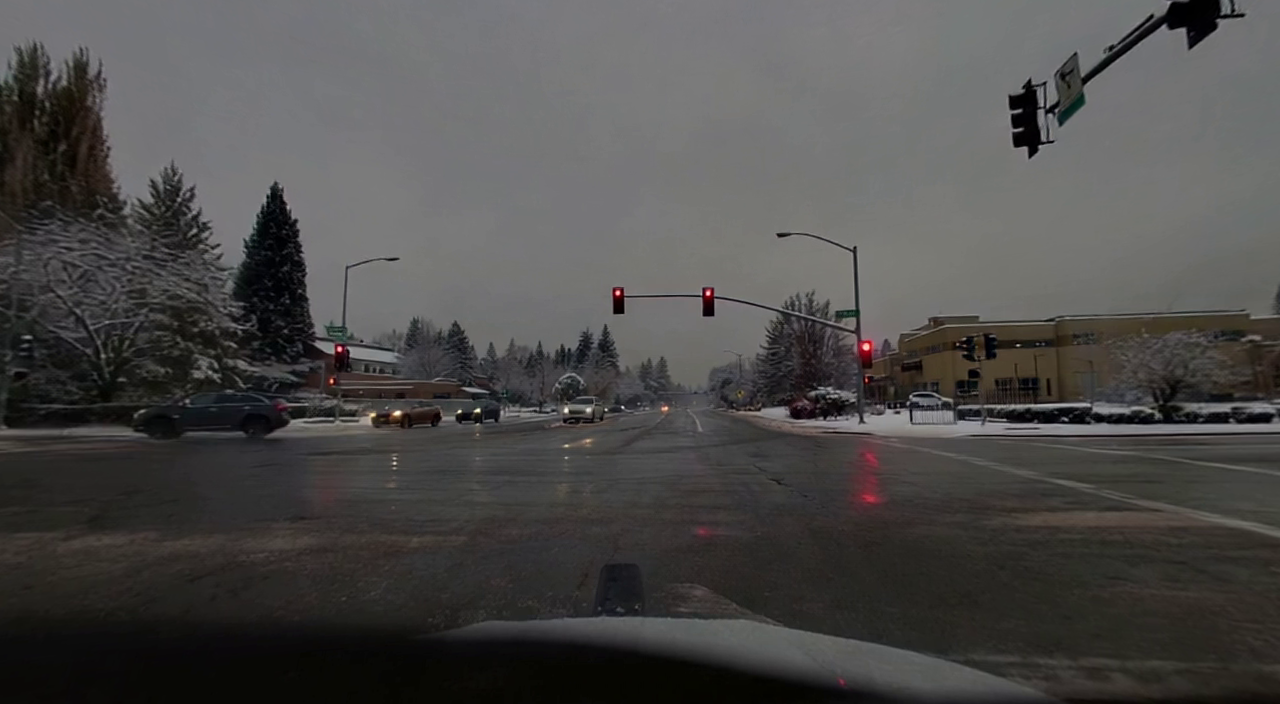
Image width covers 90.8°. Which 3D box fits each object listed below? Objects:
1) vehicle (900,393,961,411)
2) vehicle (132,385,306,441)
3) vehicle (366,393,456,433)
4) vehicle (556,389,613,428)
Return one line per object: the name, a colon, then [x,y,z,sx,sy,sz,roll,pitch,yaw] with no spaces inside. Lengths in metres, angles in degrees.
vehicle: [22.607,3.943,49.274,3.933,1.219,1.700,1,-8,4]
vehicle: [-13.942,2.079,21.107,4.445,1.723,2.007,-1,-8,4]
vehicle: [-12.138,3.351,33.929,2.340,1.902,4.920,-2,-9,9]
vehicle: [-2.975,3.222,35.147,2.306,1.907,5.382,-1,-8,5]
